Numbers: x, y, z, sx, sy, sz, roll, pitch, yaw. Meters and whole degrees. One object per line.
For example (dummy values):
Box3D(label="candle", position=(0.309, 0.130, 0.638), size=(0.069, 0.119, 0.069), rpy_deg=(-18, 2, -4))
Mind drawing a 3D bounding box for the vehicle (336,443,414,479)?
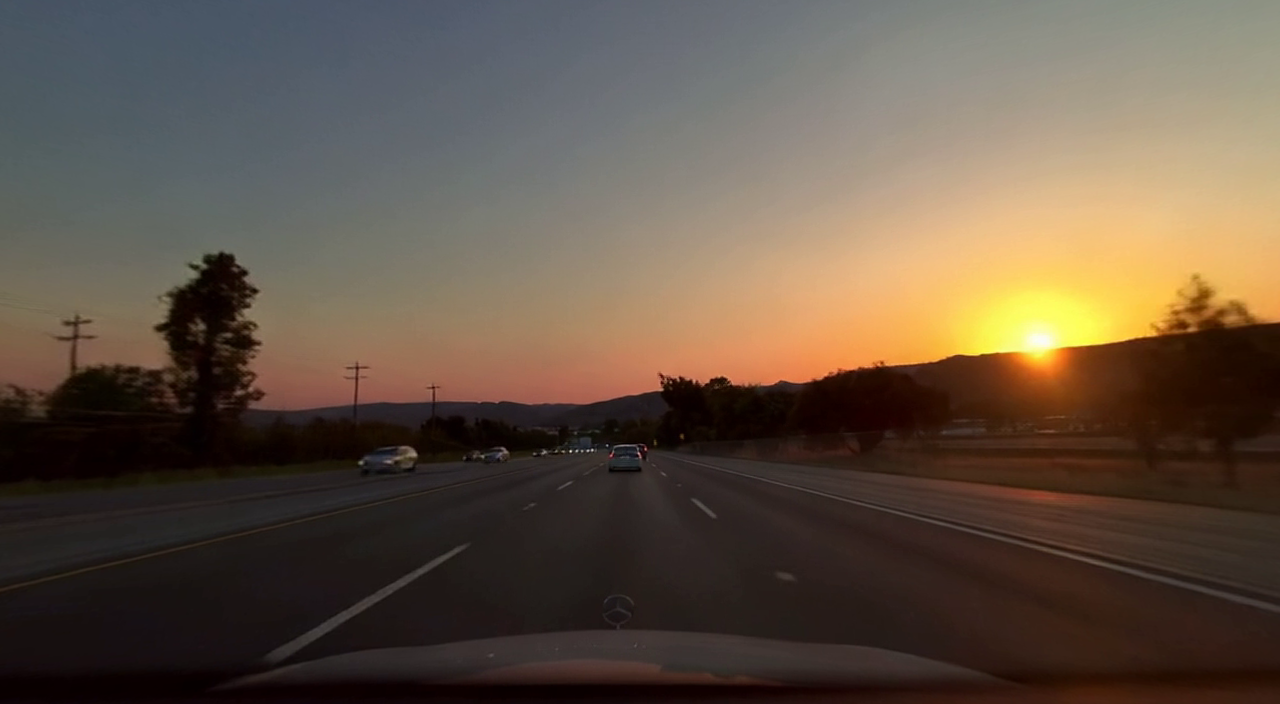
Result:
Box3D(label="vehicle", position=(-13.473, 5.549, 32.200), size=(2.040, 1.709, 4.607), rpy_deg=(0, -9, 0))

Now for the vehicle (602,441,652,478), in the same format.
Box3D(label="vehicle", position=(-0.576, 4.896, 28.659), size=(2.095, 1.537, 4.017), rpy_deg=(0, -9, -1))
